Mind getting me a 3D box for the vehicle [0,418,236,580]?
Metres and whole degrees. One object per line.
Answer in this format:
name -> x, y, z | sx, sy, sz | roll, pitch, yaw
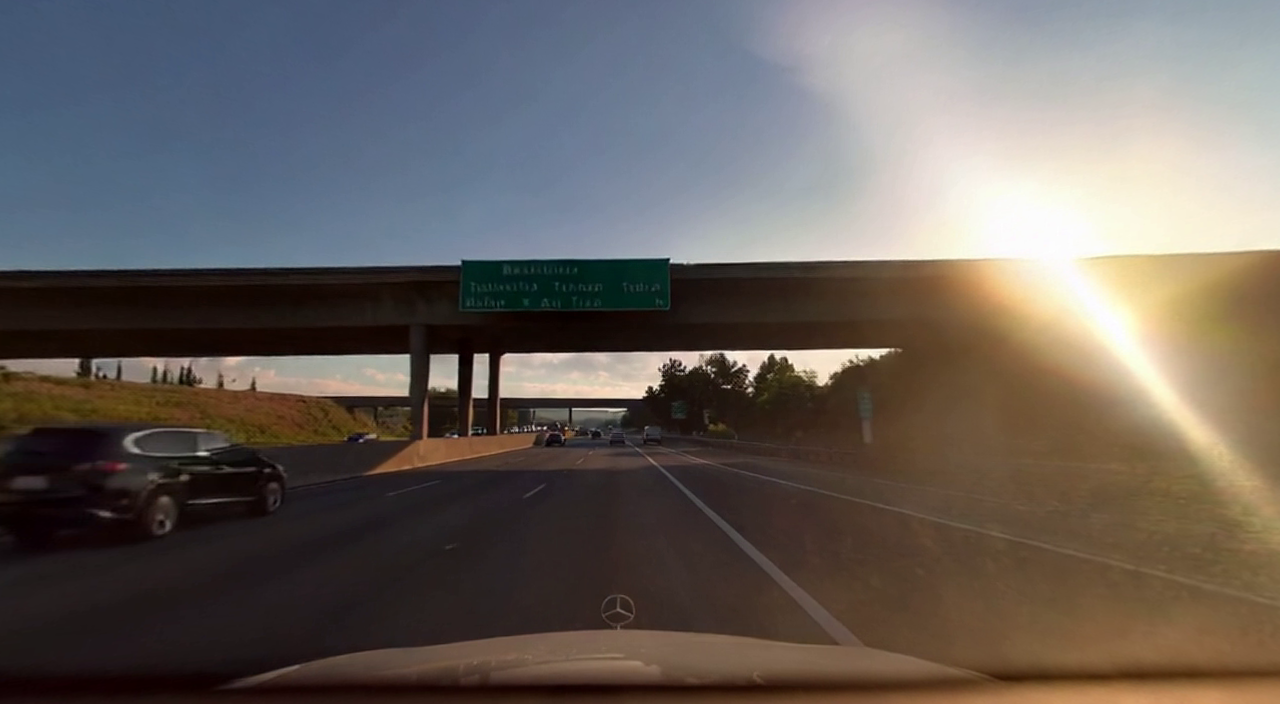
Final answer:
vehicle -> -7.207, 1.564, 7.215 | 2.216, 1.522, 4.412 | 0, -7, -1
